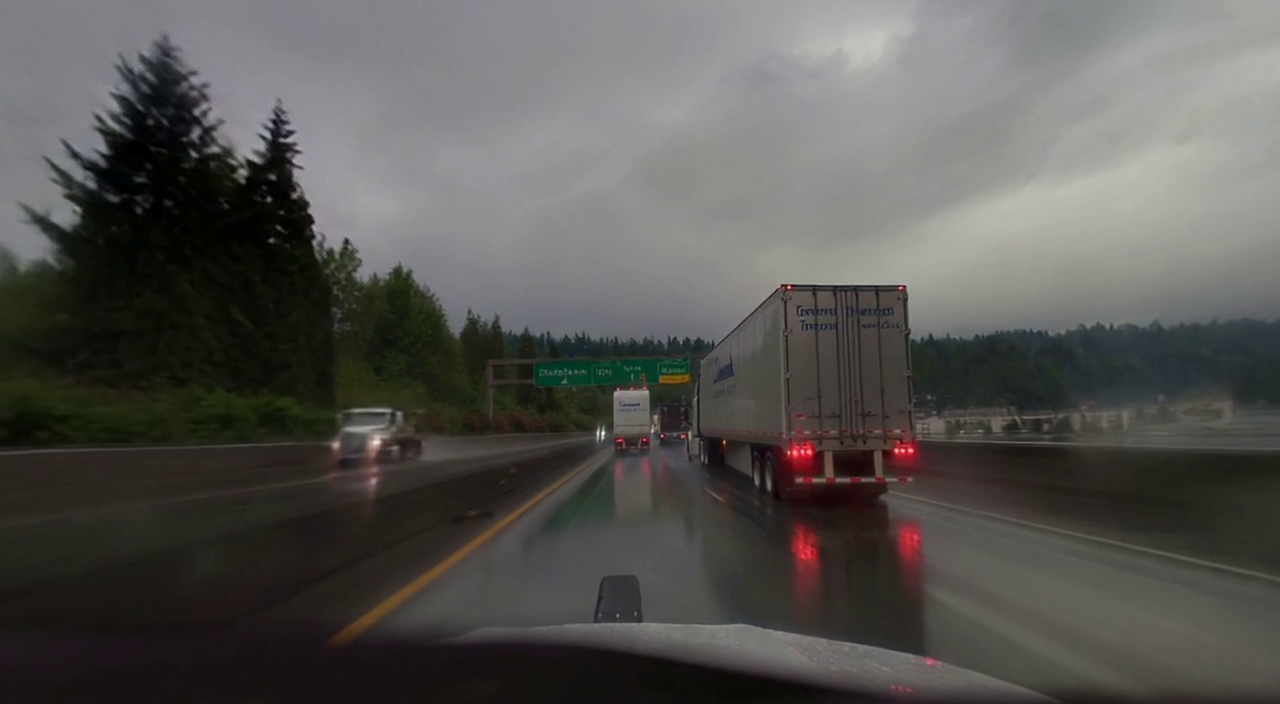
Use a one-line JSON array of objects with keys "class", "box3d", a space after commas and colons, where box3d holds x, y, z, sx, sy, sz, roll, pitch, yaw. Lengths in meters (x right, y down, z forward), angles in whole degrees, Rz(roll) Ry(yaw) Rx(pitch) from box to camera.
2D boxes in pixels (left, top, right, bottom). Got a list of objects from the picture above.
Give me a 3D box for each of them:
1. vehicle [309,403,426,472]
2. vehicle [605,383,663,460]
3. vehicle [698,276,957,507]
[{"class": "vehicle", "box3d": [-13.099, 4.211, 31.033, 2.765, 2.984, 6.749, 0, -8, 0]}, {"class": "vehicle", "box3d": [-0.370, 4.254, 37.588, 2.958, 3.917, 10.196, 0, -8, -1]}, {"class": "vehicle", "box3d": [3.988, 1.637, 18.502, 2.856, 4.145, 14.500, 0, -8, -1]}]
